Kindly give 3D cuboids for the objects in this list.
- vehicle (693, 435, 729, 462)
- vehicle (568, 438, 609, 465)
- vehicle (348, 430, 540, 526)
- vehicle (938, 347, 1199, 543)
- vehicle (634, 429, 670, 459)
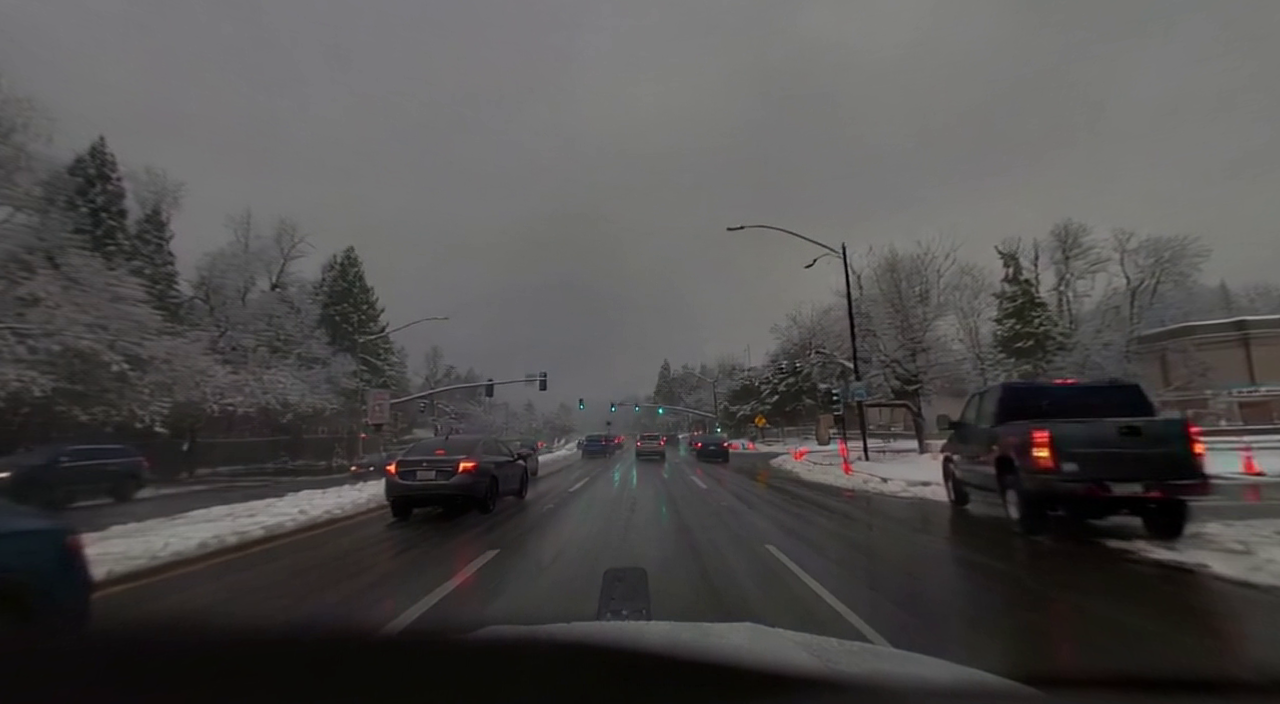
[{"bbox_3d":[4.502,6.184,40.432,1.984,1.659,4.226,0,-8,2],"label":"vehicle"},{"bbox_3d":[-2.988,5.912,37.559,1.998,1.481,4.656,0,-8,1],"label":"vehicle"},{"bbox_3d":[-3.456,2.323,12.263,2.107,1.482,4.674,0,-8,2],"label":"vehicle"},{"bbox_3d":[6.619,1.462,10.211,1.910,2.539,2.846,-6,-7,1],"label":"vehicle"},{"bbox_3d":[0.887,6.765,46.176,2.505,2.084,4.768,0,-8,1],"label":"vehicle"}]
